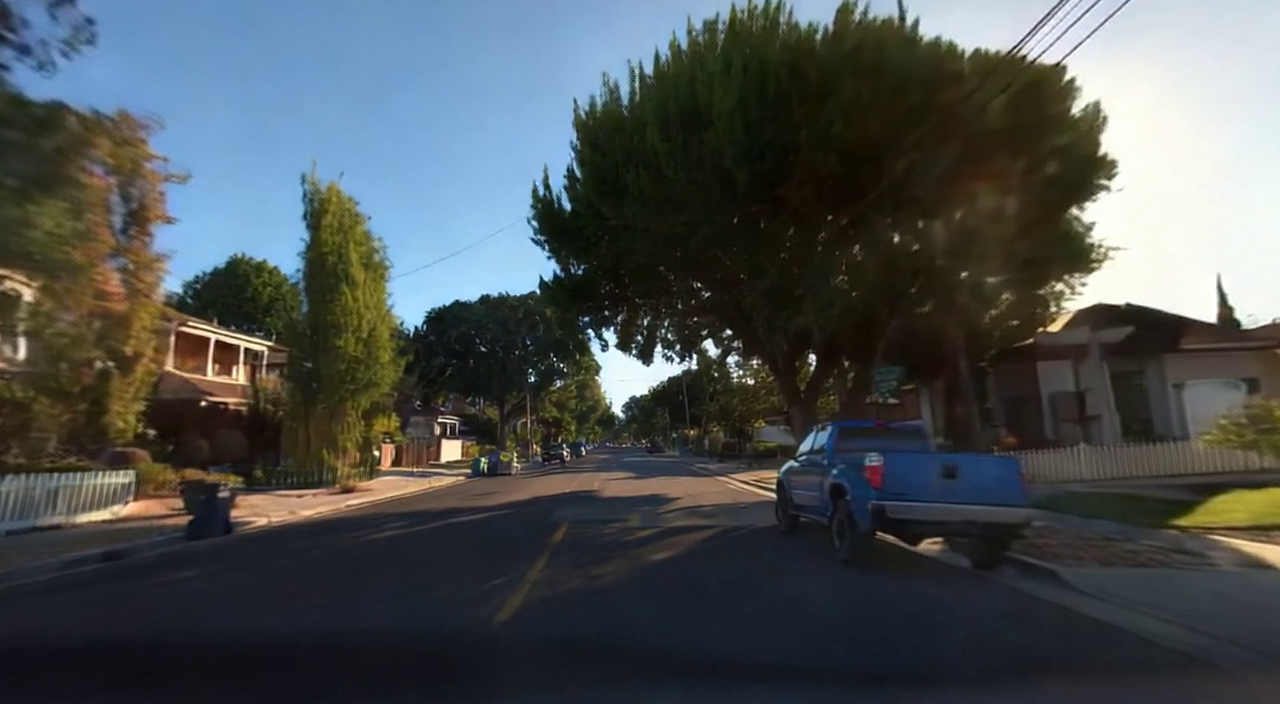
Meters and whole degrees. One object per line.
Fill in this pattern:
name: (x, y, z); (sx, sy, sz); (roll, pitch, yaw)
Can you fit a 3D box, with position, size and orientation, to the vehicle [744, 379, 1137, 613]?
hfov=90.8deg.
vehicle: (2.716, 1.460, 7.315); (2.126, 1.795, 4.751); (0, -9, -1)
